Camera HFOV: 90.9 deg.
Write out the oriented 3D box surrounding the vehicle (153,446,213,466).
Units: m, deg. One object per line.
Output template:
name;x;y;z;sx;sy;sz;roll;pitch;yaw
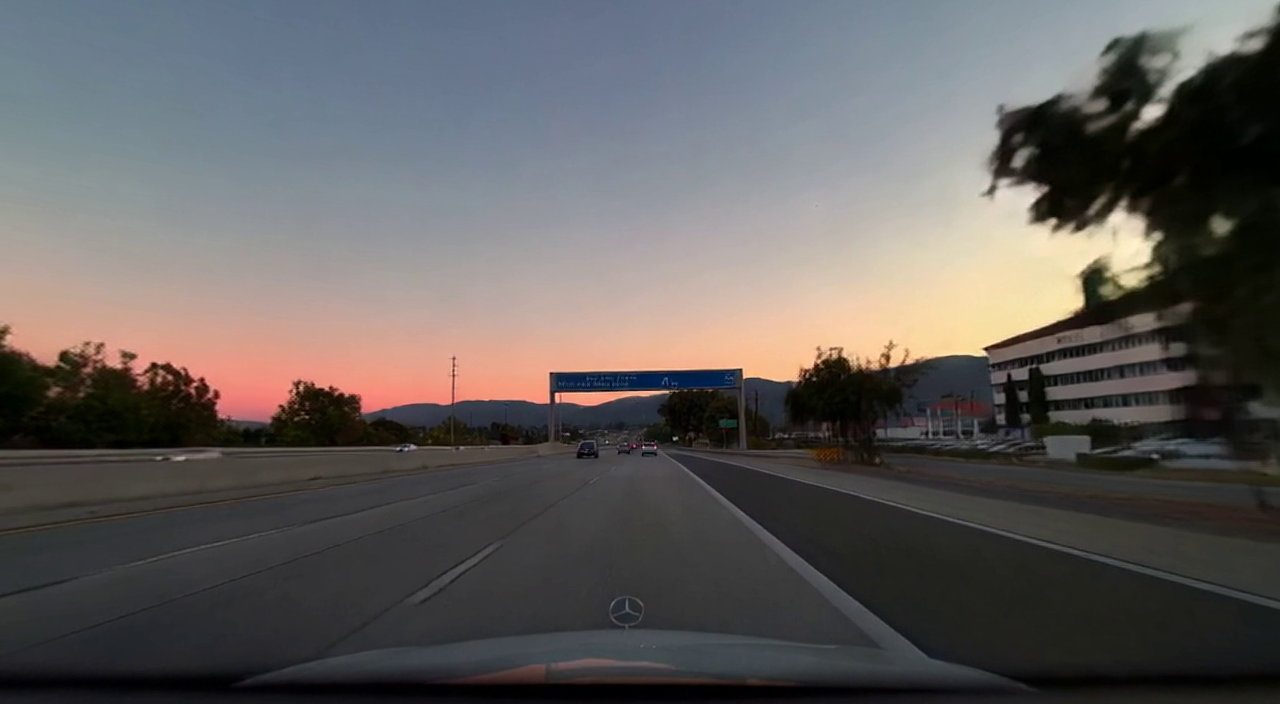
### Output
vehicle;-35.473;8.031;49.014;1.728;1.407;3.919;-1;-8;0
